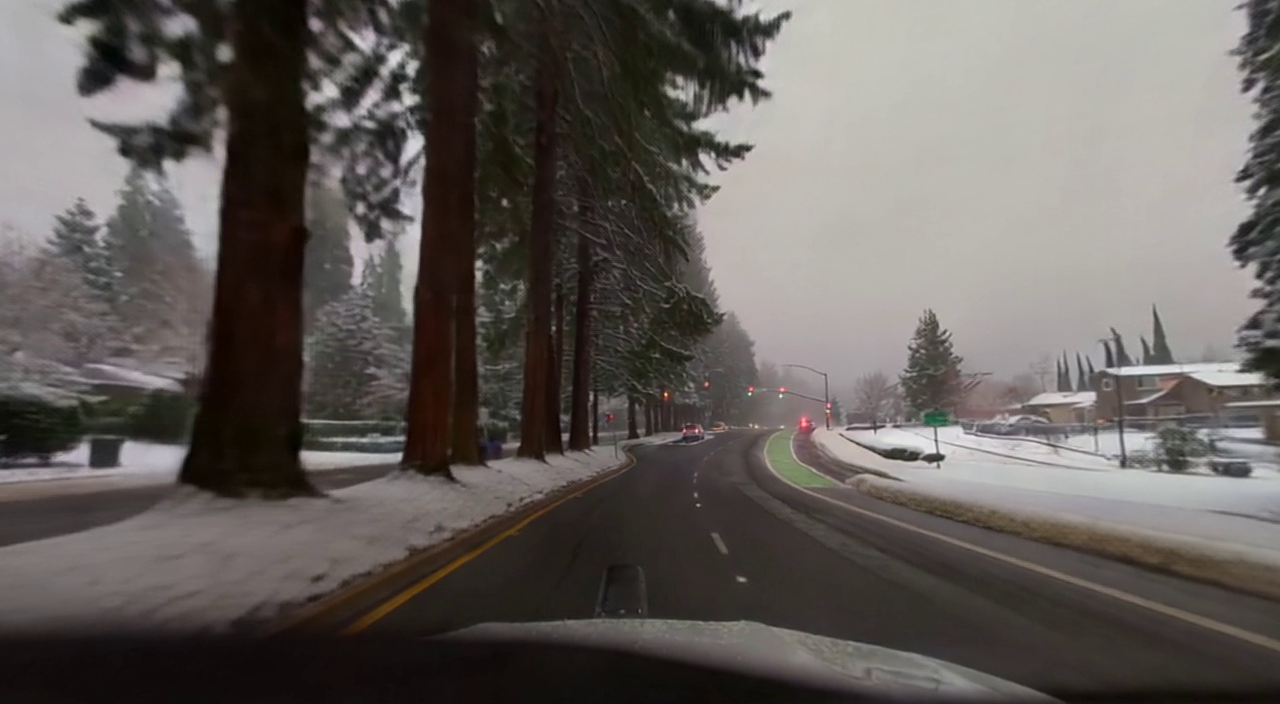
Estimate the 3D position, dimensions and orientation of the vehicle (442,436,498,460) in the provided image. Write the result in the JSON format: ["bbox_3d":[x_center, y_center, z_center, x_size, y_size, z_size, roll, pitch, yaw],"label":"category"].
[{"bbox_3d":[-11.120,6.381,41.736,1.903,1.504,4.346,-2,-9,9],"label":"vehicle"}]
